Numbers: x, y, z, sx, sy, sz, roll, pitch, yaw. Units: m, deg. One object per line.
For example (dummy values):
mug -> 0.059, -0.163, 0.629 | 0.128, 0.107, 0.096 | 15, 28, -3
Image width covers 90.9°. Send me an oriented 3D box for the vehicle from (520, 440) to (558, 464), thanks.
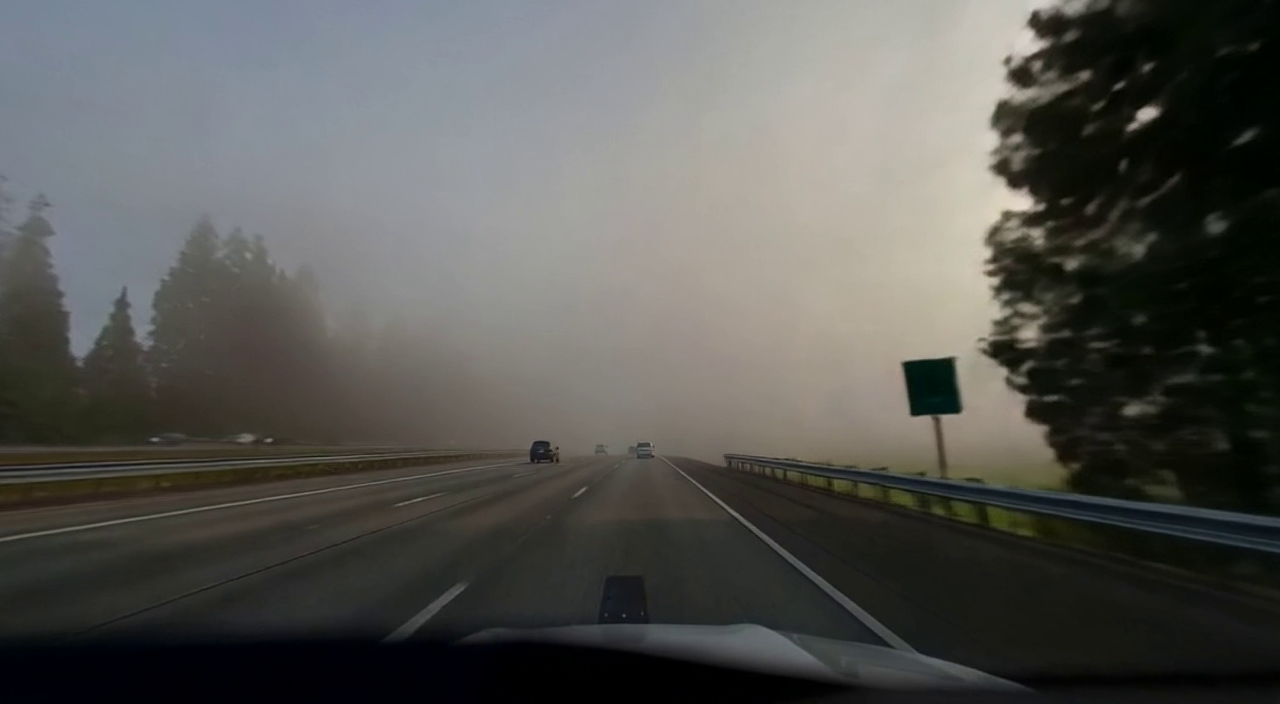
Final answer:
vehicle -> -7.154, 7.116, 44.888 | 1.972, 1.603, 3.891 | 0, -8, 1
